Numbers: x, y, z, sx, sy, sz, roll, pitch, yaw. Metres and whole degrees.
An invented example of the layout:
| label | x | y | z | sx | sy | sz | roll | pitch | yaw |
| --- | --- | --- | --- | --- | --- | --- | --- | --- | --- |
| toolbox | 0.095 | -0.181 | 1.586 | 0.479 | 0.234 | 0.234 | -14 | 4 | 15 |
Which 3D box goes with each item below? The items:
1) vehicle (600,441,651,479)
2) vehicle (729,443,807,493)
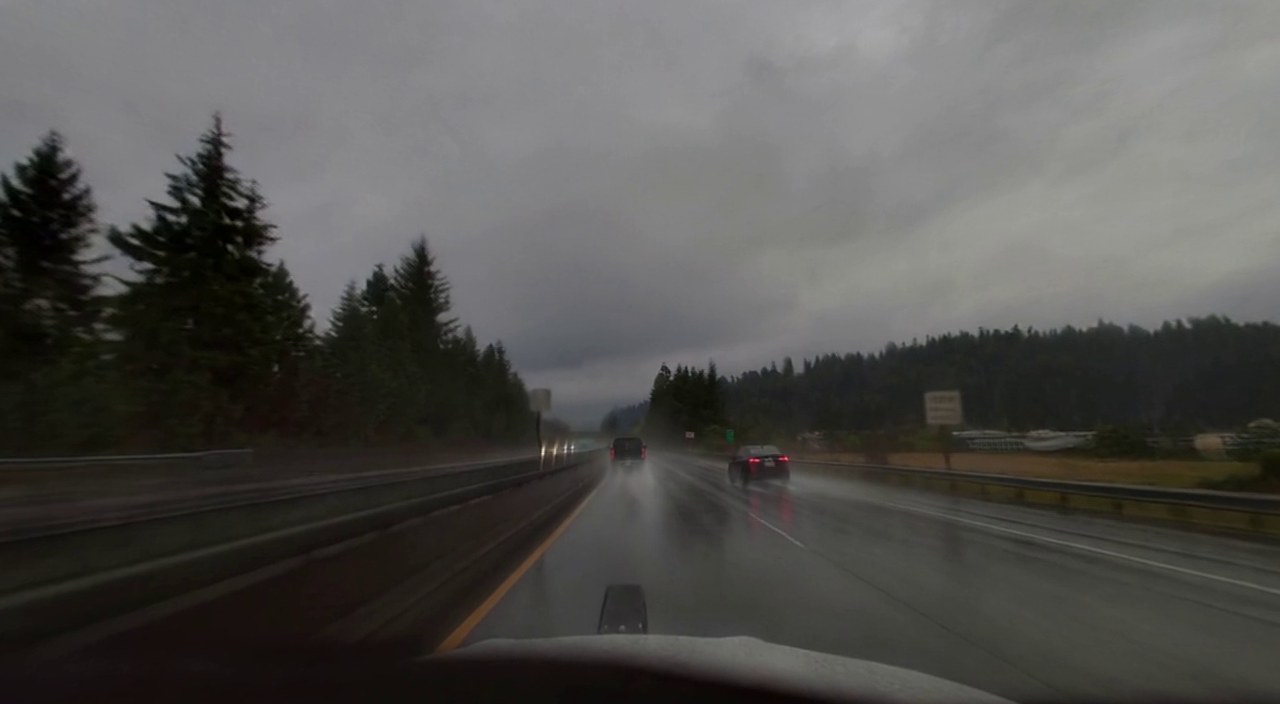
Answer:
| label | x | y | z | sx | sy | sz | roll | pitch | yaw |
| --- | --- | --- | --- | --- | --- | --- | --- | --- | --- |
| vehicle | -0.629 | 4.858 | 28.483 | 2.120 | 1.575 | 4.018 | 0 | -9 | 0 |
| vehicle | 4.057 | 3.731 | 20.522 | 1.757 | 1.459 | 3.398 | 0 | -9 | -1 |
